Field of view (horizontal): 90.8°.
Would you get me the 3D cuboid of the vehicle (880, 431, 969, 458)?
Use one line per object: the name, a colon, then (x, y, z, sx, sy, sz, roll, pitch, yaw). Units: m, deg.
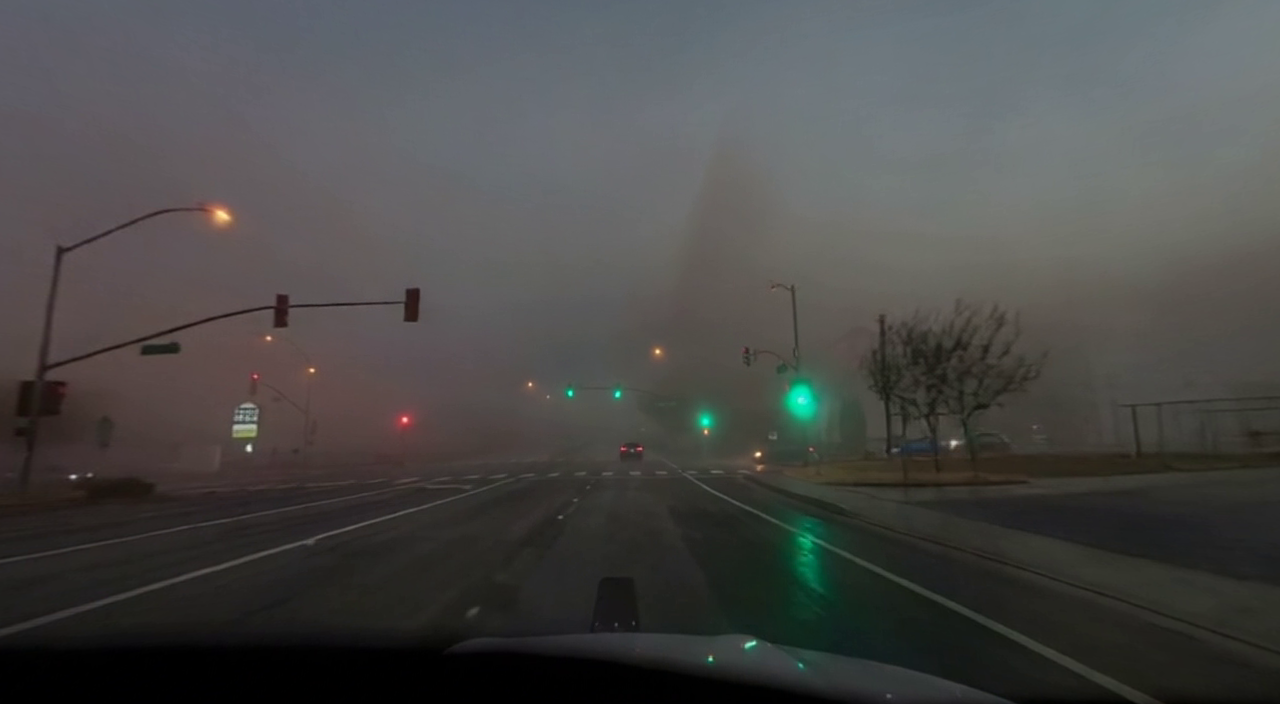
vehicle: (18.284, 5.967, 40.812, 4.710, 1.588, 2.053, -1, -9, -2)

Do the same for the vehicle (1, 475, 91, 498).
vehicle: (-43.884, 9.943, 46.707, 4.623, 1.475, 1.883, -1, -11, -1)

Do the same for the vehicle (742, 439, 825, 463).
vehicle: (9.195, 6.374, 40.734, 4.794, 1.511, 1.992, 0, -9, -3)

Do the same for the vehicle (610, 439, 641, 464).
vehicle: (-1.038, 7.009, 44.581, 2.024, 1.628, 4.774, 0, -9, -2)
